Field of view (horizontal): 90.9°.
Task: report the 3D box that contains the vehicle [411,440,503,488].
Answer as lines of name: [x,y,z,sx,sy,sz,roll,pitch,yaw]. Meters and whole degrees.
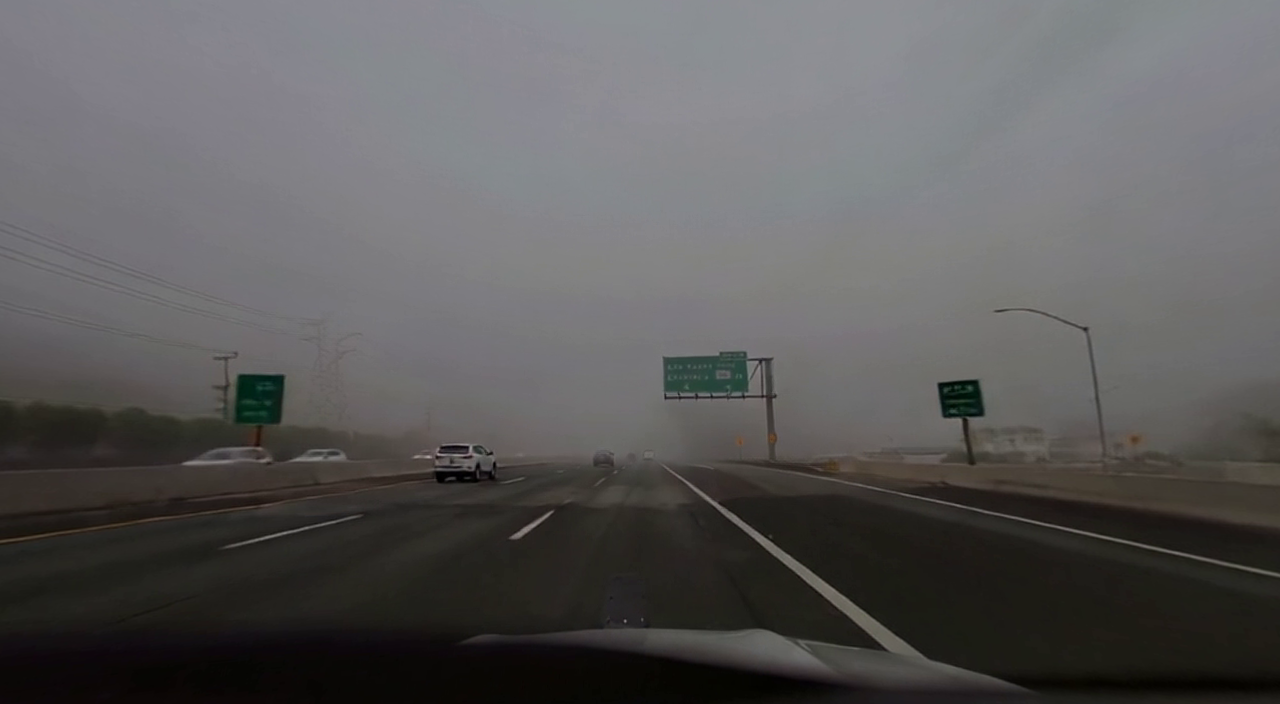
vehicle: [-7.108,4.385,25.096,2.118,1.696,4.836,-1,-9,2]

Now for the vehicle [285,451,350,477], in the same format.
vehicle: [-21.955,7.613,43.141,1.919,1.584,4.826,0,-9,0]

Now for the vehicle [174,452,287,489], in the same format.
vehicle: [-18.243,5.252,28.407,1.865,1.480,4.705,0,-9,1]
